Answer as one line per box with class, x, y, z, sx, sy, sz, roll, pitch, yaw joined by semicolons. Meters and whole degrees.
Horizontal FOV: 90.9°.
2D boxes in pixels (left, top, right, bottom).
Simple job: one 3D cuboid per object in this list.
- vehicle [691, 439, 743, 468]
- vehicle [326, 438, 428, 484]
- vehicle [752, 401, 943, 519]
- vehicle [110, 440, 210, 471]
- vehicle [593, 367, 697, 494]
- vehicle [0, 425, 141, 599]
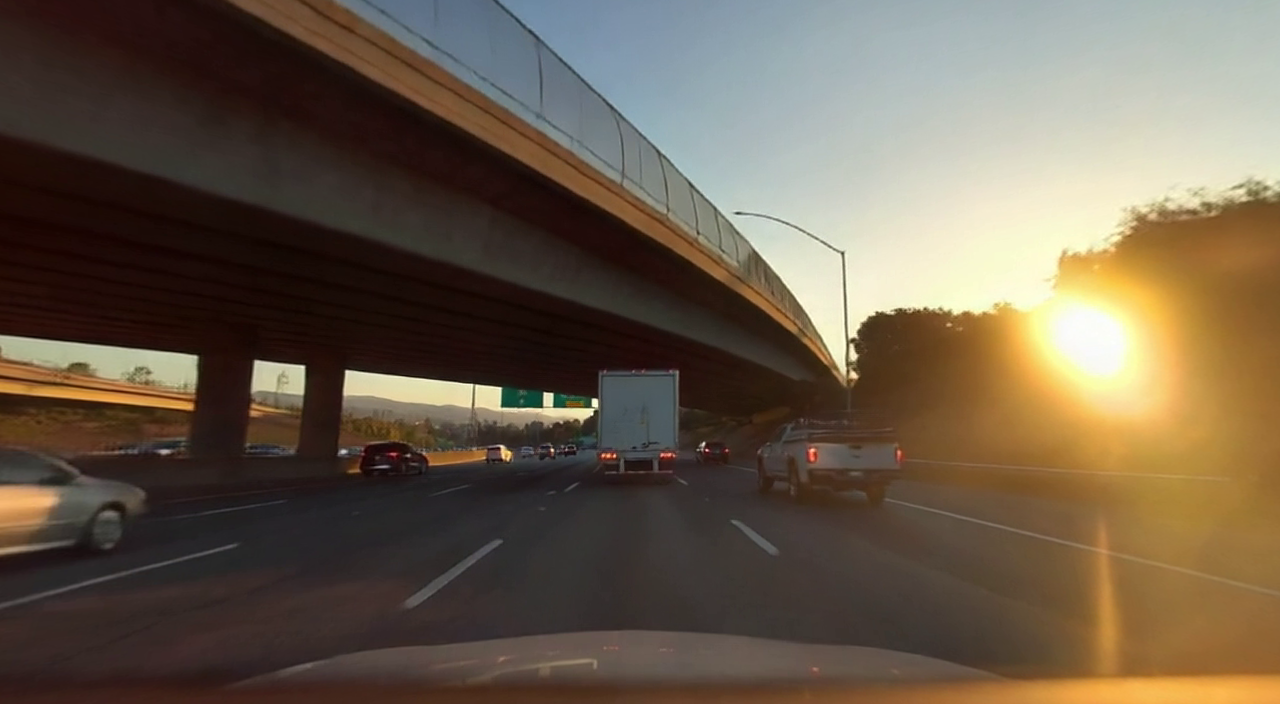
vehicle;4.186;5.606;35.028;2.108;1.508;4.744;0;-9;-2
vehicle;-10.848;4.535;26.516;2.119;1.747;5.121;0;-9;-1
vehicle;3.926;2.195;13.138;2.174;1.968;5.016;0;-9;-1
vehicle;-34.365;7.454;45.491;2.187;2.054;6.638;0;-9;-2
vehicle;-0.062;3.020;23.250;2.916;3.584;10.841;0;-9;-2
vehicle;-6.634;1.264;4.617;2.057;1.506;4.829;0;-9;-1
